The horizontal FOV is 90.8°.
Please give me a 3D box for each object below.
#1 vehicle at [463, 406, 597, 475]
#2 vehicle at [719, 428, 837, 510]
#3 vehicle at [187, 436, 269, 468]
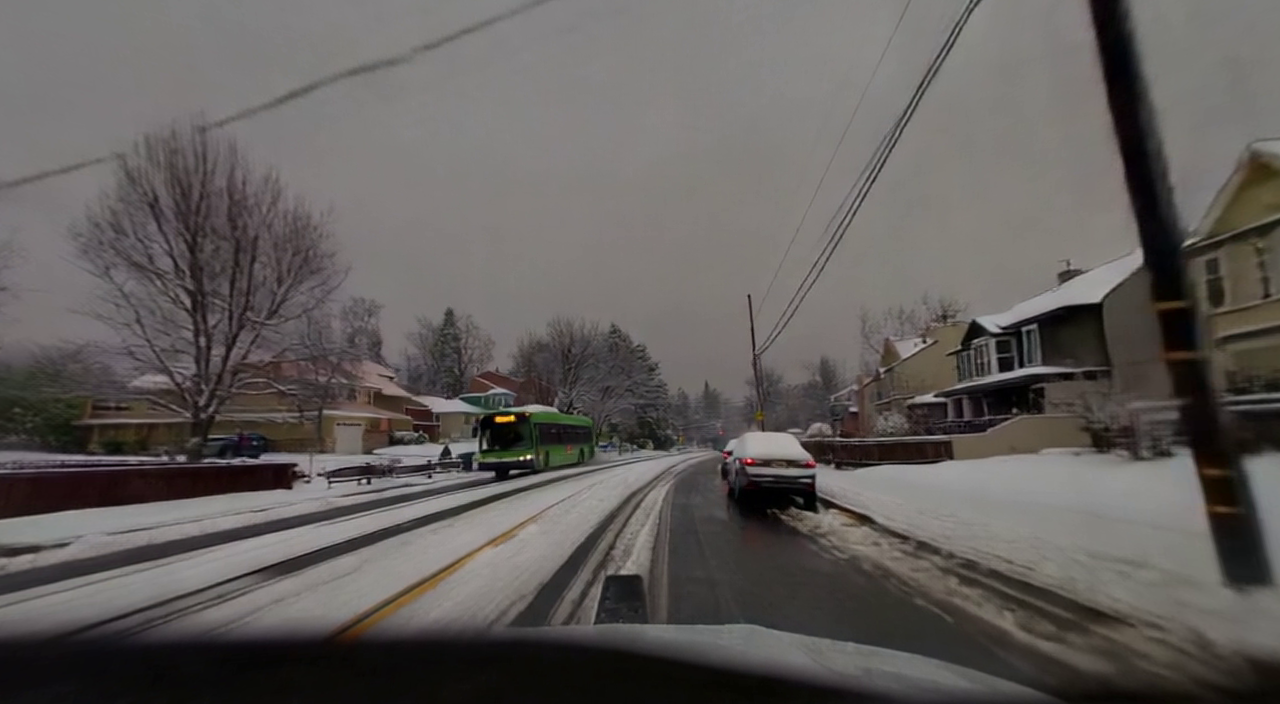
[{"bbox_3d":[-5.594,5.104,35.890,3.577,3.168,13.108,-1,-9,8],"label":"vehicle"},{"bbox_3d":[2.972,2.623,14.548,1.984,1.601,3.994,-1,-9,3],"label":"vehicle"},{"bbox_3d":[-24.422,5.973,37.696,2.006,1.766,4.685,1,-9,-5],"label":"vehicle"}]
